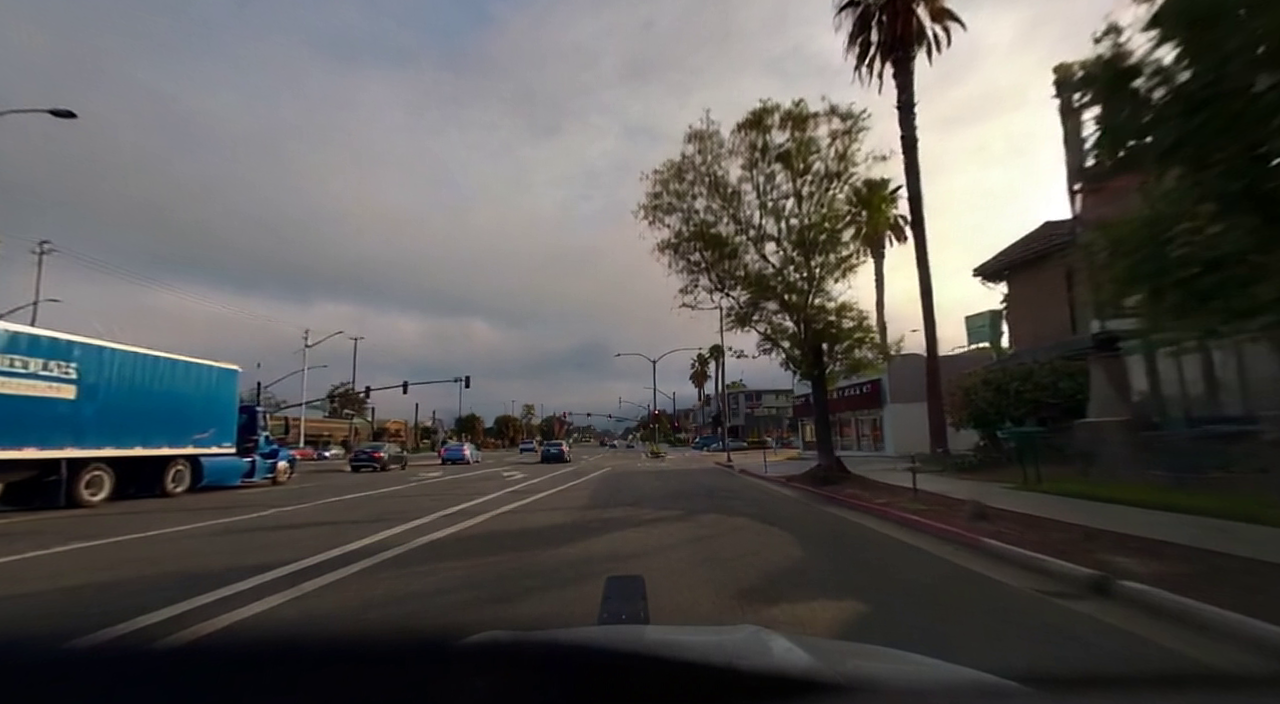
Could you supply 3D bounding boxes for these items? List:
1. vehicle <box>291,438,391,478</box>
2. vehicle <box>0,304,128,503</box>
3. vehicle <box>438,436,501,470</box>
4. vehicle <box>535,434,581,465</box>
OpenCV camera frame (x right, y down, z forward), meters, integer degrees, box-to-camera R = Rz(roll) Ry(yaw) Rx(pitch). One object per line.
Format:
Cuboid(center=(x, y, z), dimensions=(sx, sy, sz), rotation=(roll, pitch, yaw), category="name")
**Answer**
Cuboid(center=(-11.899, 4.221, 25.327), dimensions=(1.900, 1.462, 4.225), rotation=(0, -9, 1), category="vehicle")
Cuboid(center=(-15.075, 0.326, 8.197), dimensions=(2.961, 4.167, 16.429), rotation=(0, -9, 0), category="vehicle")
Cuboid(center=(-8.507, 5.084, 31.683), dimensions=(1.977, 1.584, 3.983), rotation=(0, -9, 1), category="vehicle")
Cuboid(center=(-4.912, 5.908, 38.164), dimensions=(2.114, 1.784, 4.450), rotation=(0, -9, 1), category="vehicle")
